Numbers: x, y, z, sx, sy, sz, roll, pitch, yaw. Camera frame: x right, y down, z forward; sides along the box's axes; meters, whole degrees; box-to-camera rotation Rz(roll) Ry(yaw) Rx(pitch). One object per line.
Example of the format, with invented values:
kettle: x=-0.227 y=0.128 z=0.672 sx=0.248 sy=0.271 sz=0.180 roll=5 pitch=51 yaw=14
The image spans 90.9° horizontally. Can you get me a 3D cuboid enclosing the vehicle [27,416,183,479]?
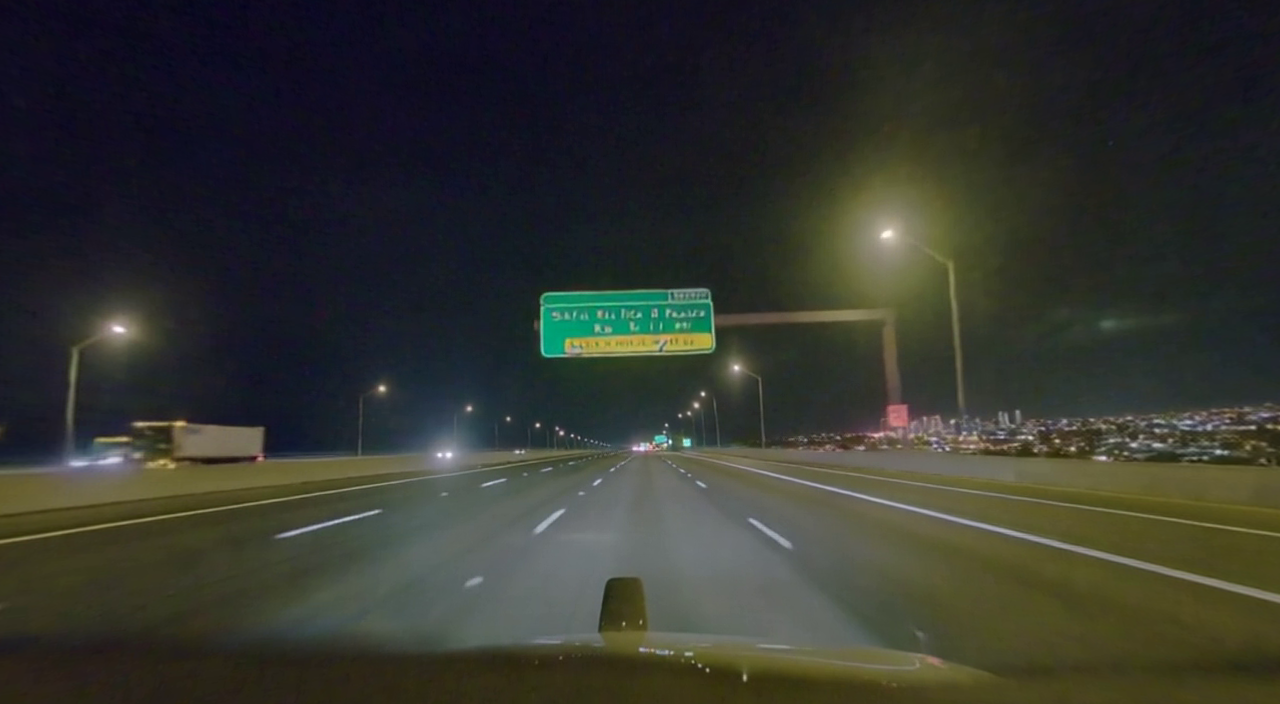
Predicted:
vehicle: x=-35.661 y=6.422 z=42.674 sx=3.032 sy=3.792 sz=8.384 roll=0 pitch=-8 yaw=0
